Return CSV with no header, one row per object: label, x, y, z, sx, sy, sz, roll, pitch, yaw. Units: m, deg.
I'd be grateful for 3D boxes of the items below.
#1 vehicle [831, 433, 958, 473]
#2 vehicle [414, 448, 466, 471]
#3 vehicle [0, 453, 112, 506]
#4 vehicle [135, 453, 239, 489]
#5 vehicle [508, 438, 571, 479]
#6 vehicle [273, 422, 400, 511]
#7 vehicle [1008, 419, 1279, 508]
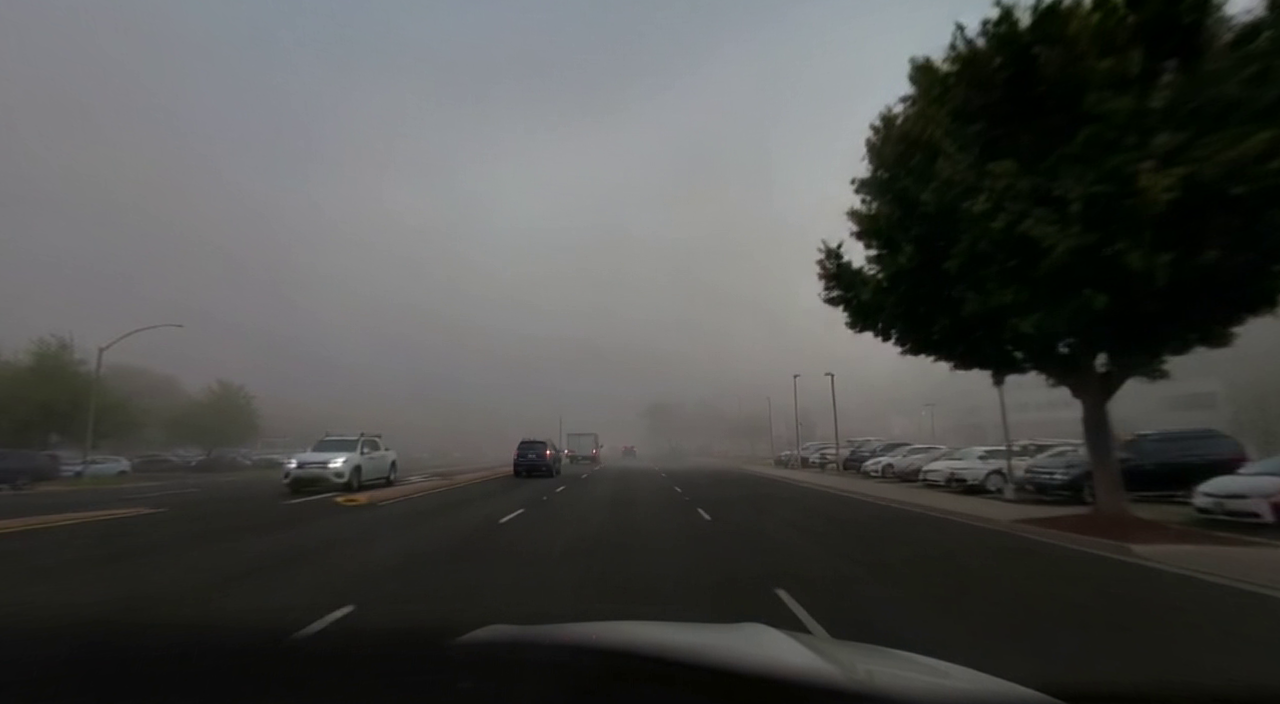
vehicle,12.308,4.932,30.889,5.426,1.811,2.193,-2,-9,15
vehicle,-13.356,7.195,42.370,1.955,1.496,4.661,0,-9,0
vehicle,-23.495,4.859,24.438,1.953,1.789,4.591,0,-9,-1
vehicle,-23.368,6.116,32.744,1.938,1.691,4.696,0,-9,-1
vehicle,-4.375,4.724,28.073,2.109,1.672,4.256,0,-9,0
vehicle,-7.672,2.924,16.552,2.123,1.864,5.553,1,-9,-17
vehicle,12.164,2.616,15.116,5.519,1.836,2.138,-5,-10,32
